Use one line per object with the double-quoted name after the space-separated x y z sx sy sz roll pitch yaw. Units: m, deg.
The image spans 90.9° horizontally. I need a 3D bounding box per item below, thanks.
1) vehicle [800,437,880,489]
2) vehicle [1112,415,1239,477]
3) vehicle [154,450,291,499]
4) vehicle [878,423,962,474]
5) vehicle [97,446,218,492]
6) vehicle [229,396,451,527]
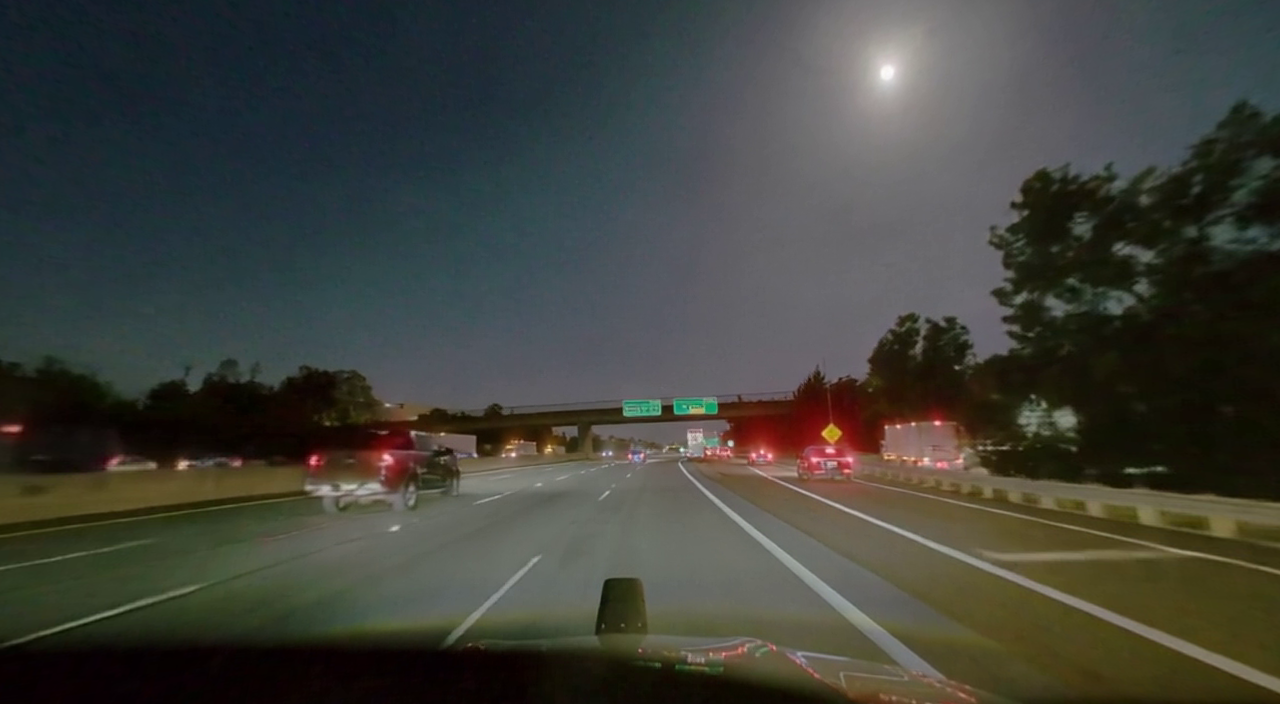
8.228 4.576 26.363 2.146 1.929 4.388 -1 -8 4 "vehicle"
35.648 6.368 42.688 3.045 3.620 10.905 -4 -9 22 "vehicle"
-15.738 4.596 24.121 2.113 1.640 4.337 0 -8 2 "vehicle"
21.350 7.419 48.742 3.022 3.547 8.645 -1 -8 4 "vehicle"
-23.241 5.605 30.682 1.846 1.998 4.958 0 -8 1 "vehicle"
-6.326 2.400 14.314 2.264 2.379 5.248 0 -8 2 "vehicle"
